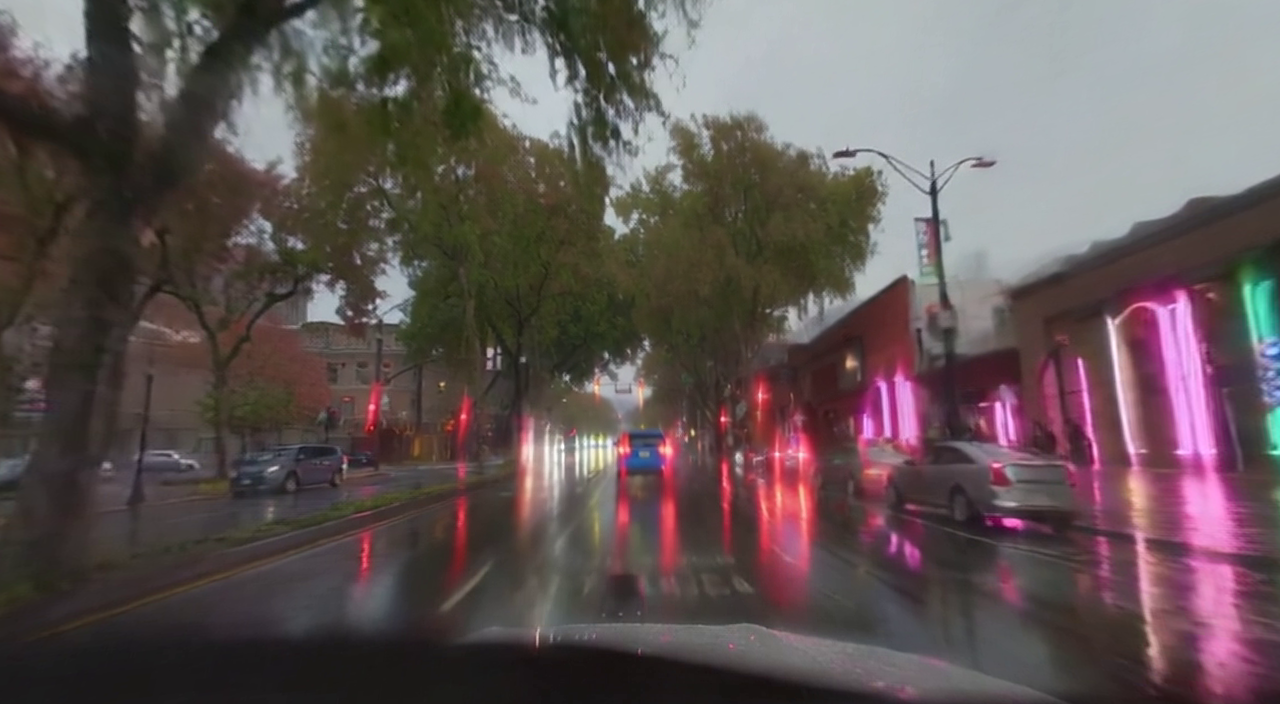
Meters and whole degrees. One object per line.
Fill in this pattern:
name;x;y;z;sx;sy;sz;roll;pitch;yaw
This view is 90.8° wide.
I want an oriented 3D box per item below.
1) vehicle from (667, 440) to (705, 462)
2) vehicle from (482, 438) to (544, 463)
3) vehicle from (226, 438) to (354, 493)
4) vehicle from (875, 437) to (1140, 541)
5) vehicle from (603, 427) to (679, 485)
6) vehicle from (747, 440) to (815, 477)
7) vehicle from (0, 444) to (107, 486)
vehicle;3.129;6.833;43.753;2.209;1.478;4.138;0;-8;-1
vehicle;-9.581;7.388;47.615;4.427;1.757;2.125;-7;-11;37
vehicle;-13.944;4.532;25.674;2.197;1.985;5.183;0;-8;0
vehicle;6.218;2.348;11.569;2.048;1.484;4.709;0;-8;1
vehicle;-0.021;3.596;22.135;2.382;1.796;4.610;0;-8;-1
vehicle;6.227;4.738;28.430;1.986;1.515;4.265;0;-8;-1
vehicle;-28.210;5.202;29.321;4.767;1.843;2.339;0;-8;1
